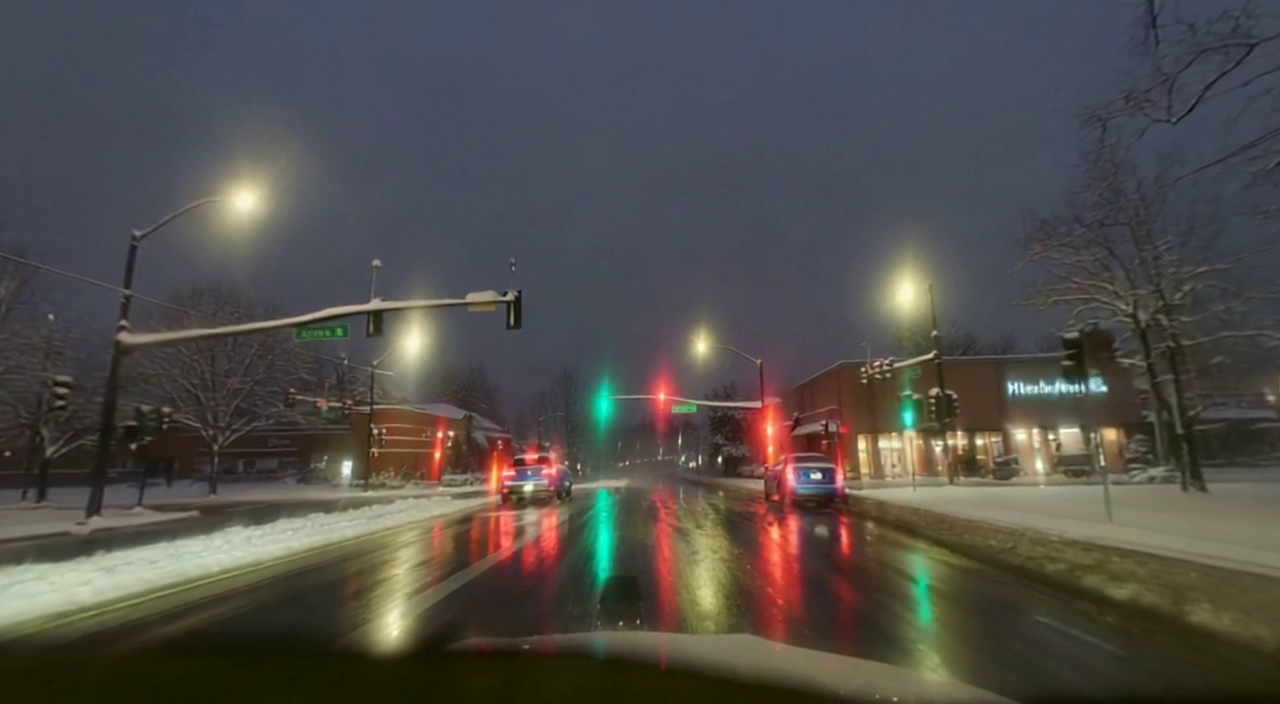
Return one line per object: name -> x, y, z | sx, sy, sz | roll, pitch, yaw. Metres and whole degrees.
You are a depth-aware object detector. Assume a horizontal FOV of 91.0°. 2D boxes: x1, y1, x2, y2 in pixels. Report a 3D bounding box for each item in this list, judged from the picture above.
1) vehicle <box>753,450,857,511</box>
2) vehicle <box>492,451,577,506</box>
vehicle -> 4.983, 3.988, 19.771 | 2.039, 1.655, 4.495 | 0, -10, 0
vehicle -> -3.340, 4.146, 20.814 | 1.947, 1.627, 4.248 | 0, -10, 1
